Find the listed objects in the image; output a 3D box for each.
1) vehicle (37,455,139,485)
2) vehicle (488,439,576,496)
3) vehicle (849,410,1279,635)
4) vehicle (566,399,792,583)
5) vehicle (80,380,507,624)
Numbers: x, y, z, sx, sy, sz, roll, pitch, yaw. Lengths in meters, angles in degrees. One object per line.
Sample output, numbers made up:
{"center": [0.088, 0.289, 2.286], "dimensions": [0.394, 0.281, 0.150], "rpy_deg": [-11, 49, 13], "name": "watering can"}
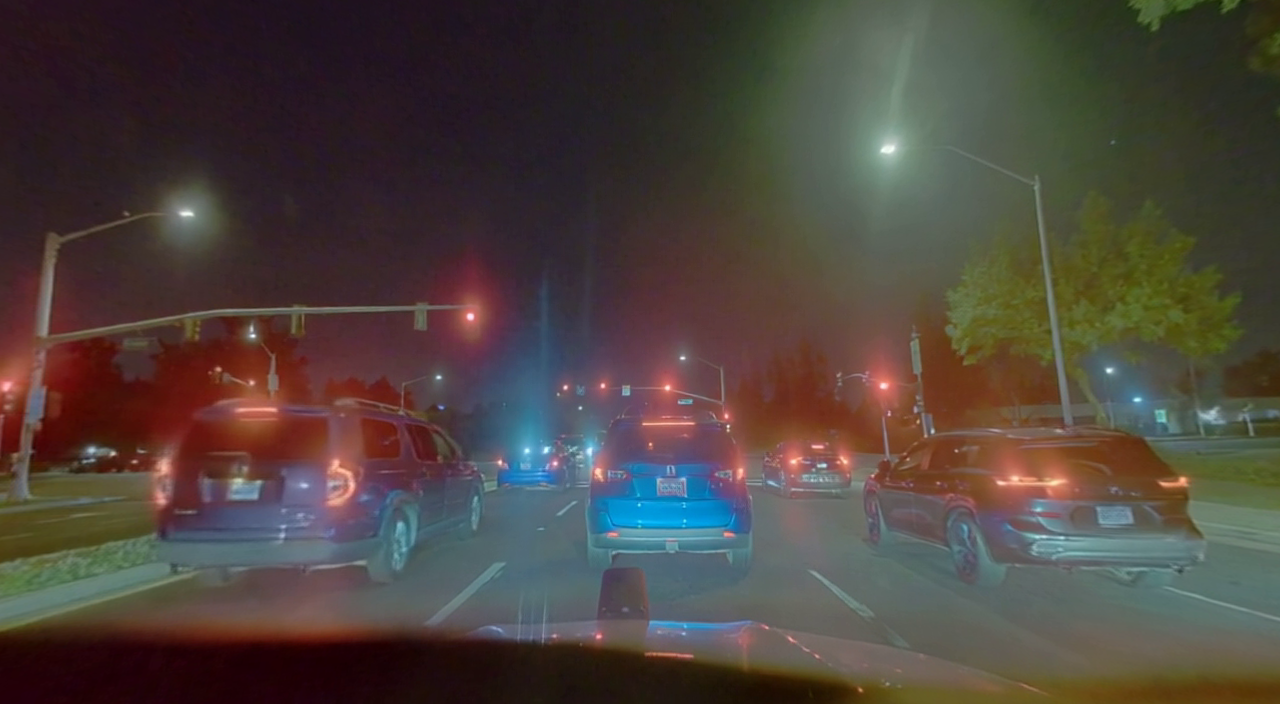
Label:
{"center": [-31.974, 6.812, 36.571], "dimensions": [4.395, 1.636, 1.926], "rpy_deg": [-1, -9, 8], "name": "vehicle"}
{"center": [-3.073, 3.379, 18.861], "dimensions": [1.876, 1.497, 4.308], "rpy_deg": [0, -8, 0], "name": "vehicle"}
{"center": [3.900, 1.513, 6.578], "dimensions": [1.954, 1.592, 3.992], "rpy_deg": [0, -8, -1], "name": "vehicle"}
{"center": [0.379, 1.666, 8.326], "dimensions": [2.172, 1.764, 4.338], "rpy_deg": [0, -8, 0], "name": "vehicle"}
{"center": [-3.120, 1.485, 7.253], "dimensions": [2.054, 1.814, 4.941], "rpy_deg": [0, -8, 0], "name": "vehicle"}
